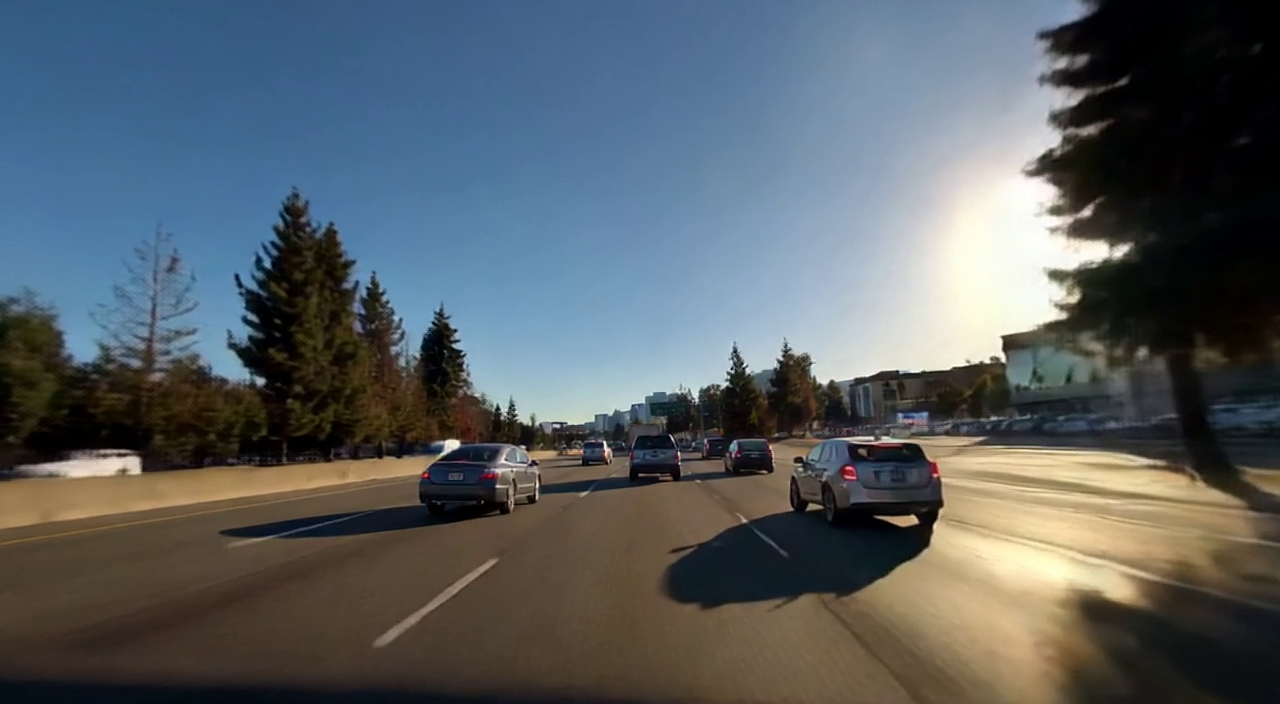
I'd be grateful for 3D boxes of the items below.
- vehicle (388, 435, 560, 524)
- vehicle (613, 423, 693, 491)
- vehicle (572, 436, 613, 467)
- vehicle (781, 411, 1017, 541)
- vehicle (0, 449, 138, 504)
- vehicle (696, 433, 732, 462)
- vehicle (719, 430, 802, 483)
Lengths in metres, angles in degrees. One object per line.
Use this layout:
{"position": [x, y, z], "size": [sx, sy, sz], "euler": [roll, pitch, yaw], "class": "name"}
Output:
{"position": [-3.052, 2.465, 12.888], "size": [1.965, 1.443, 4.968], "euler": [-1, -8, 3], "class": "vehicle"}
{"position": [0.397, 3.197, 19.501], "size": [2.153, 1.805, 4.631], "euler": [-1, -8, 1], "class": "vehicle"}
{"position": [-2.763, 5.874, 37.481], "size": [1.951, 1.694, 4.188], "euler": [-1, -8, 3], "class": "vehicle"}
{"position": [3.944, 1.972, 10.688], "size": [2.156, 1.701, 4.494], "euler": [-1, -8, 1], "class": "vehicle"}
{"position": [-20.981, 4.396, 22.725], "size": [1.950, 1.718, 4.492], "euler": [-1, -8, 2], "class": "vehicle"}
{"position": [4.852, 6.318, 41.899], "size": [2.039, 1.832, 3.989], "euler": [-1, -8, 2], "class": "vehicle"}
{"position": [4.090, 3.630, 22.184], "size": [2.094, 1.676, 4.309], "euler": [-1, -8, 1], "class": "vehicle"}
